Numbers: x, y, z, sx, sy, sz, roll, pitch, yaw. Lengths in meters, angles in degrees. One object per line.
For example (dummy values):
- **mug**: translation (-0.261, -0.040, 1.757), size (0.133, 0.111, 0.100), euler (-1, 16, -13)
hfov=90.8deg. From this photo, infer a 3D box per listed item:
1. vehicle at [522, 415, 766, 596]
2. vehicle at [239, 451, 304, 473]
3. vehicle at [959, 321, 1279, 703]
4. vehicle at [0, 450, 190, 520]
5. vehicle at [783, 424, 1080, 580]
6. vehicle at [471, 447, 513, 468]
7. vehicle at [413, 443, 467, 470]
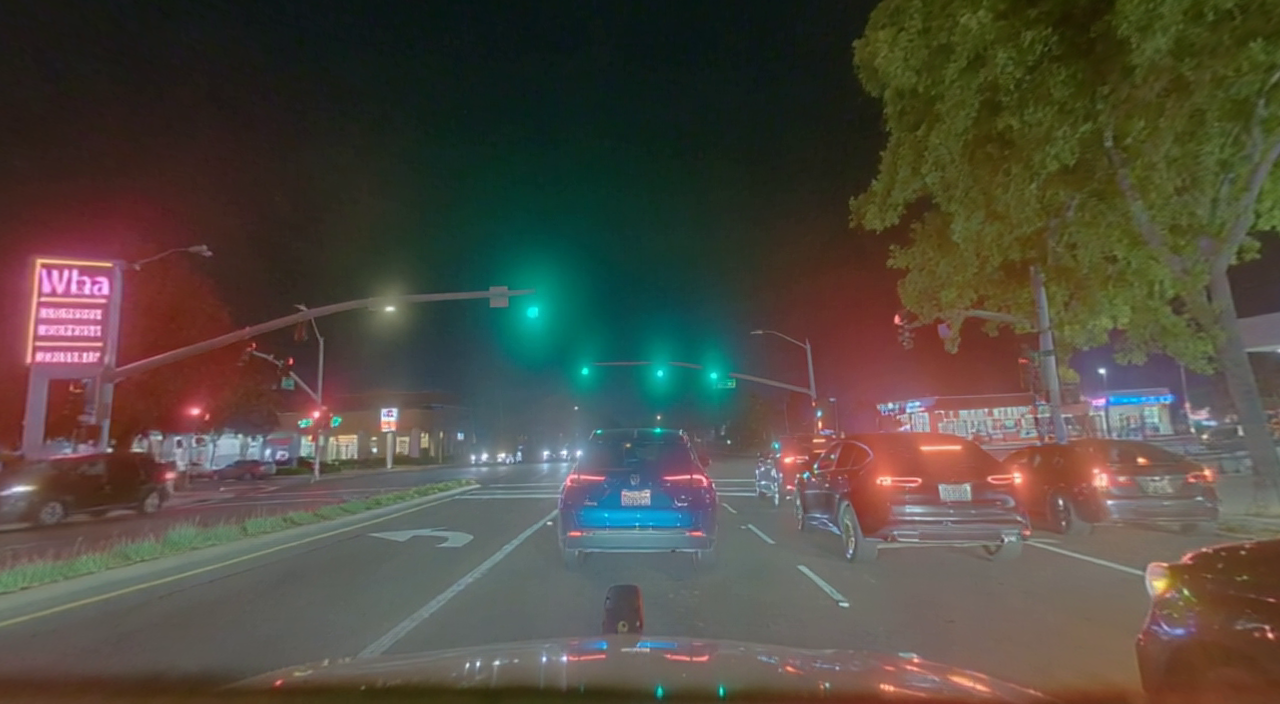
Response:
- **vehicle**: translation (0.012, 1.639, 7.533), size (2.154, 1.577, 3.723), euler (0, -9, -1)
- **vehicle**: translation (-28.597, 8.528, 49.176), size (4.205, 1.541, 1.780), euler (4, -10, -28)
- **vehicle**: translation (2.979, 0.689, 1.575), size (2.075, 1.661, 4.401), euler (0, -9, 1)
- **vehicle**: translation (-15.390, 3.529, 17.385), size (2.269, 1.604, 4.265), euler (-3, -9, 17)
- **vehicle**: translation (3.324, 1.782, 8.308), size (1.865, 1.496, 4.170), euler (0, -9, 0)
- **vehicle**: translation (-11.260, 8.002, 48.244), size (2.099, 1.478, 4.411), euler (0, -9, 0)
- **vehicle**: translation (-15.083, 7.895, 48.046), size (2.395, 1.903, 4.860), euler (-1, -9, 1)
